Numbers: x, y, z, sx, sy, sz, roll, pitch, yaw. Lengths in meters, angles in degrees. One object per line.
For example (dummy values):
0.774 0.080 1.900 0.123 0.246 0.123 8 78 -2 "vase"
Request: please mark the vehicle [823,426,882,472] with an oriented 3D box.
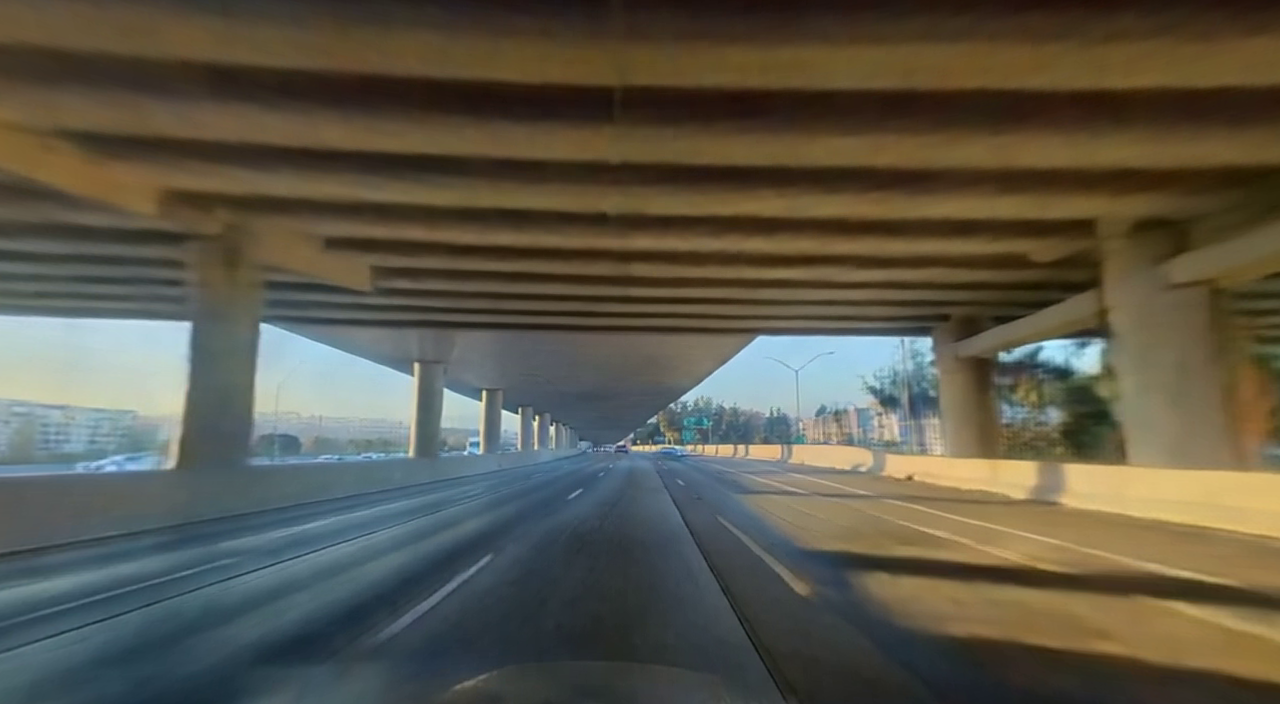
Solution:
13.531 6.242 40.457 2.789 2.778 3.541 -1 -9 6 "vehicle"
